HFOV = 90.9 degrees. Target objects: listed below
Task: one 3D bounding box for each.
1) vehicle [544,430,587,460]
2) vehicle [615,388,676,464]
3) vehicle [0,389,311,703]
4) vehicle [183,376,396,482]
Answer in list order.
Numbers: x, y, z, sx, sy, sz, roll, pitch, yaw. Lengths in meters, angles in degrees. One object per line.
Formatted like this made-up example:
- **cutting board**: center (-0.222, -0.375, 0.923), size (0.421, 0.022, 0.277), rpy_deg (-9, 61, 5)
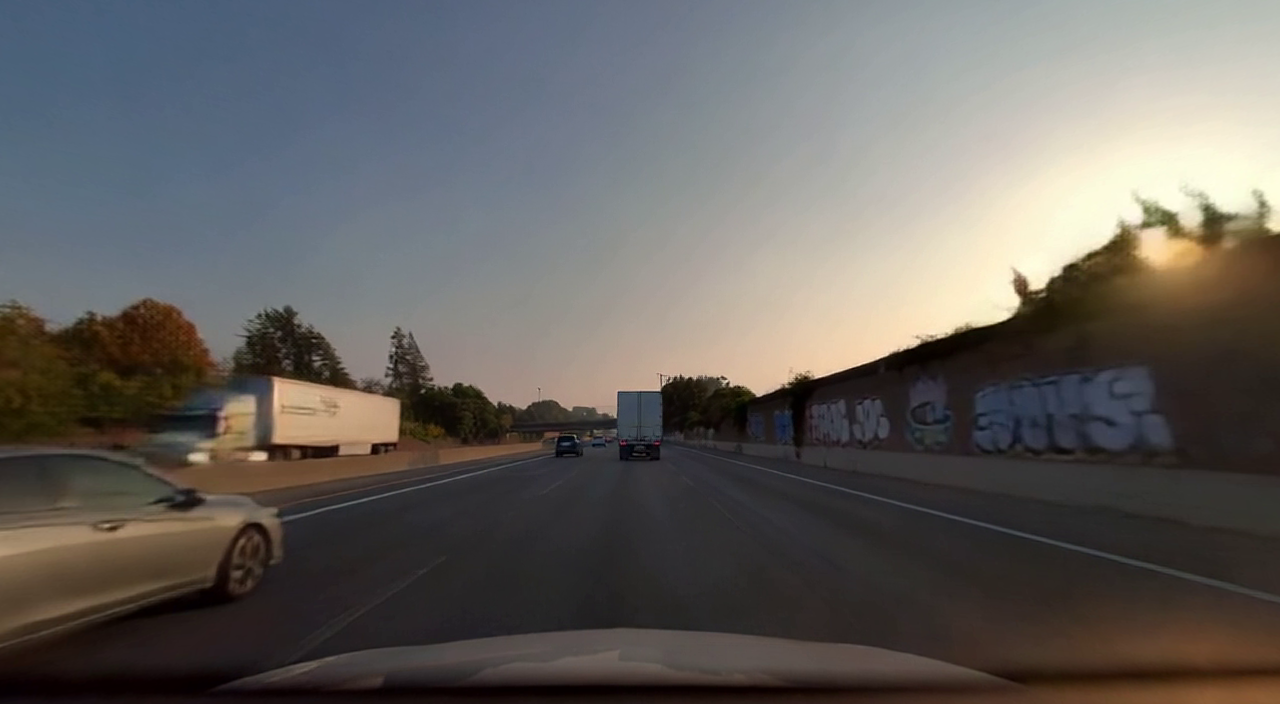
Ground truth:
- **vehicle**: center (-4.326, 5.488, 37.288), size (2.058, 1.645, 4.130), rpy_deg (0, -8, 0)
- **vehicle**: center (0.177, 4.185, 35.168), size (2.927, 3.649, 9.443), rpy_deg (0, -8, -1)
- **vehicle**: center (-4.084, 1.033, 3.666), size (1.948, 1.526, 4.525), rpy_deg (0, -8, -1)
- **vehicle**: center (-18.015, 4.275, 34.866), size (3.046, 4.510, 15.847), rpy_deg (0, -7, -1)
